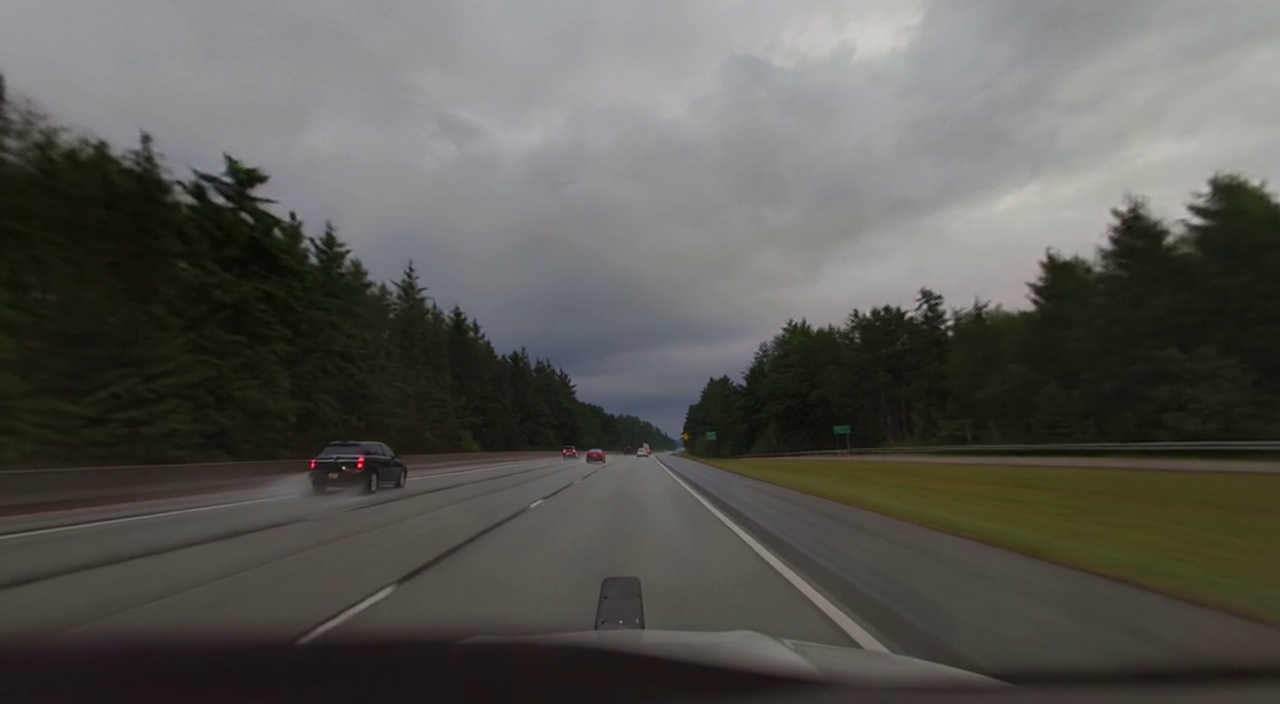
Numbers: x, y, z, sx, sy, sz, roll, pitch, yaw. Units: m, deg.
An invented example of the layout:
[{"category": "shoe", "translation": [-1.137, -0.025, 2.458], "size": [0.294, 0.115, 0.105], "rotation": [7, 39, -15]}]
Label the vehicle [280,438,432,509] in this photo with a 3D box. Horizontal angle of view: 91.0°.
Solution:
[{"category": "vehicle", "translation": [-7.223, 3.110, 16.593], "size": [2.007, 1.616, 4.141], "rotation": [0, -9, 1]}]
